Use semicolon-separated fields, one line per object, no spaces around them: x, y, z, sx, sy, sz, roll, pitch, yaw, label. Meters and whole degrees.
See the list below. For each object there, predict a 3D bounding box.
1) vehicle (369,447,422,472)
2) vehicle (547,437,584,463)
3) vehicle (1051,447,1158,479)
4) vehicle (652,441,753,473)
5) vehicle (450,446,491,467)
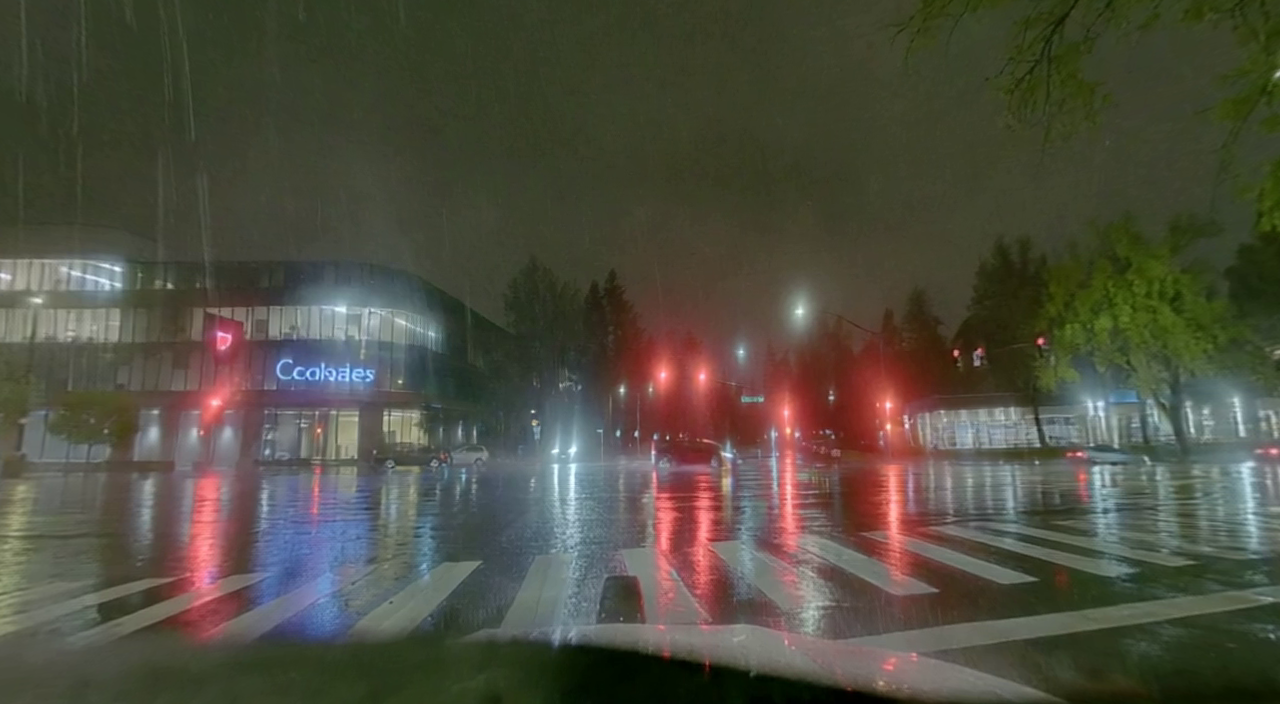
-16.247;7.134;42.239;1.883;1.586;4.297;0;-9;0;vehicle
-5.757;7.663;49.563;2.289;1.927;5.667;0;-8;-1;vehicle
23.092;5.464;31.434;4.522;1.460;2.097;3;-9;-21;vehicle
3.045;5.173;31.346;4.658;1.478;1.946;-6;-11;36;vehicle
-12.603;7.760;47.089;1.946;1.474;4.008;0;-9;0;vehicle
